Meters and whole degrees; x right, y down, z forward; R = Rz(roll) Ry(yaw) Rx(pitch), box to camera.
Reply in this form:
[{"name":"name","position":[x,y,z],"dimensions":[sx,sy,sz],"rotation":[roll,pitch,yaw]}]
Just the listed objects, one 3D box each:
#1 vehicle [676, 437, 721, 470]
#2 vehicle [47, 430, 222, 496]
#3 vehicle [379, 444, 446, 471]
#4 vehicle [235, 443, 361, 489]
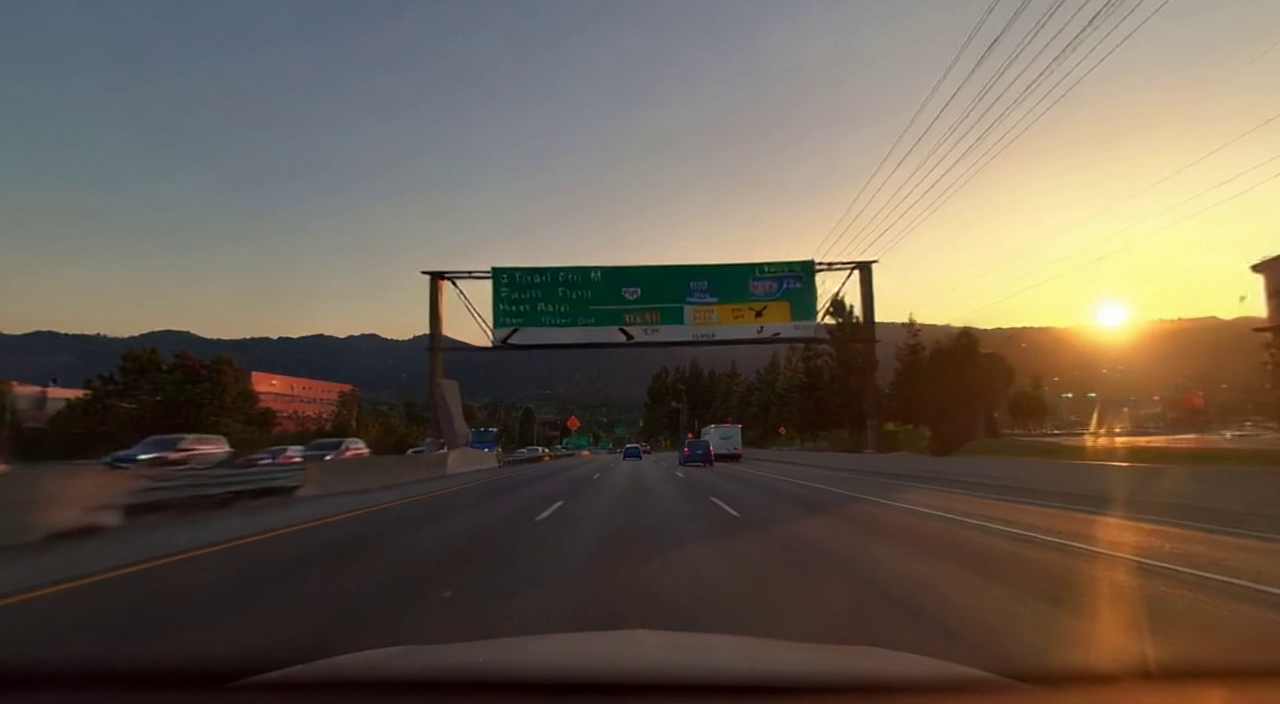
[{"name":"vehicle","position":[3.393,6.018,37.474],"dimensions":[2.036,1.796,4.470],"rotation":[0,-9,-2]},{"name":"vehicle","position":[-21.097,4.643,26.874],"dimensions":[2.354,2.455,5.986],"rotation":[0,-9,1]},{"name":"vehicle","position":[-13.506,6.312,37.884],"dimensions":[2.057,1.477,5.327],"rotation":[0,-9,0]},{"name":"vehicle","position":[-13.734,4.592,25.853],"dimensions":[2.059,1.632,5.389],"rotation":[0,-9,1]}]
